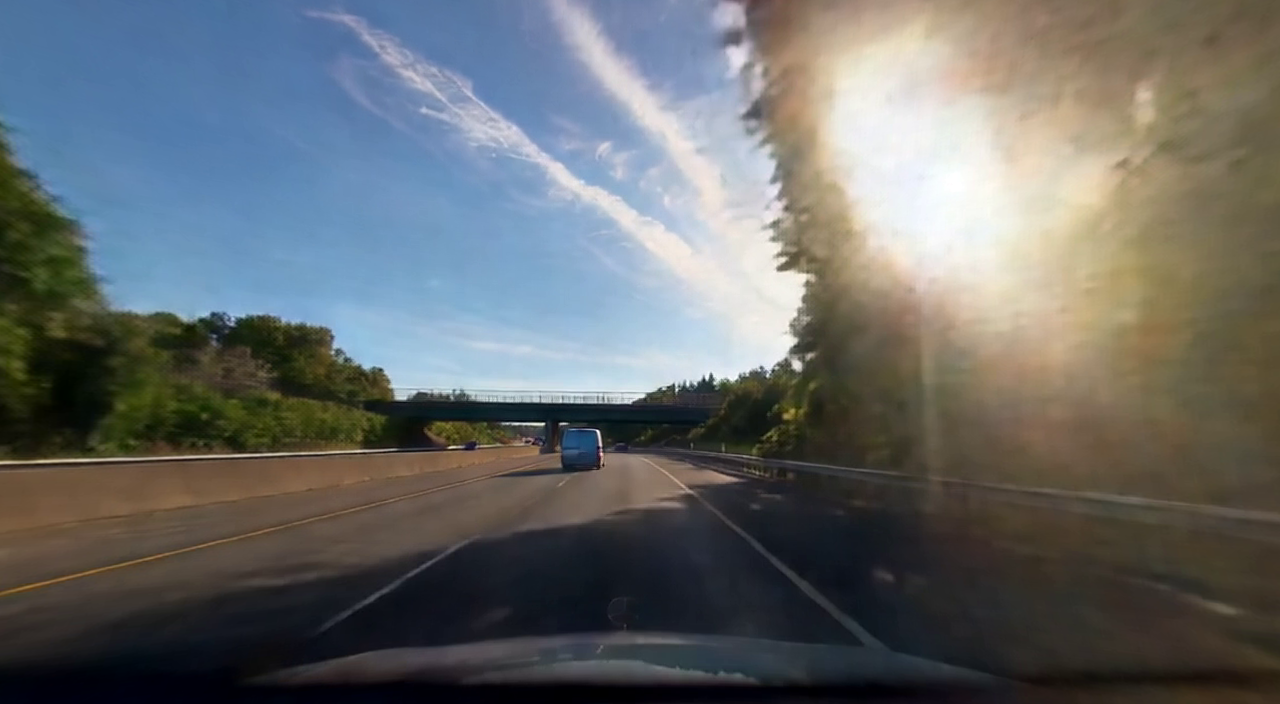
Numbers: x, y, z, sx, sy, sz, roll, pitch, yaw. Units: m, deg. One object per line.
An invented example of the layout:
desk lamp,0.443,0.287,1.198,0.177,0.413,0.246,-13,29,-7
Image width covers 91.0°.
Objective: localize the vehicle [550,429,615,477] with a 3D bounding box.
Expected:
vehicle,-2.388,4.403,27.591,2.372,1.891,5.061,0,-8,0
